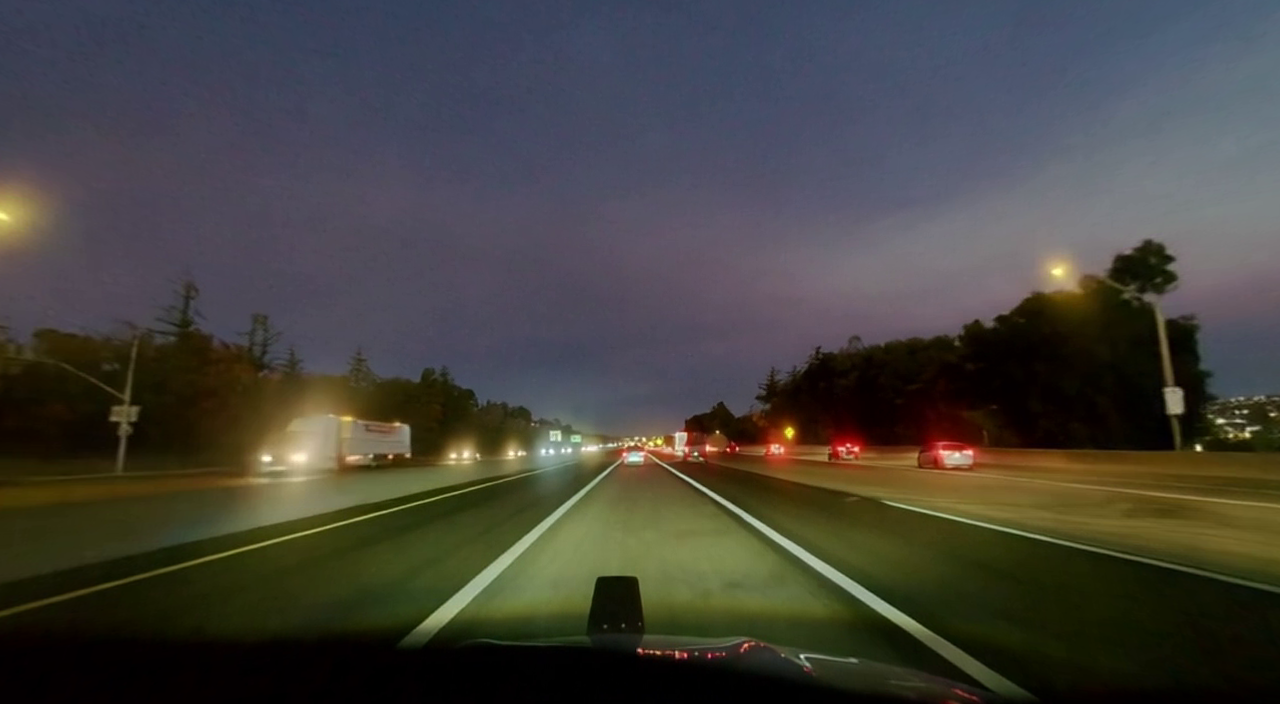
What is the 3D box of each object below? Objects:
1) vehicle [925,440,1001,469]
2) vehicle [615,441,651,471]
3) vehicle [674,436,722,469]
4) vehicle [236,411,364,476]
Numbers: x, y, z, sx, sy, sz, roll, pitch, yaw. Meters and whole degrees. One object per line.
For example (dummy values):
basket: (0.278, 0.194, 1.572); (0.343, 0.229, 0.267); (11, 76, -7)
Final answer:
vehicle: (17.210, 5.473, 33.900); (1.872, 1.459, 4.502); (-1, -8, 3)
vehicle: (-0.384, 6.393, 39.070); (2.105, 1.711, 4.293); (0, -9, 0)
vehicle: (3.755, 6.664, 41.913); (2.505, 2.020, 5.532); (0, -9, -1)
vehicle: (-18.900, 5.230, 35.867); (2.928, 3.257, 7.814); (0, -9, -1)
